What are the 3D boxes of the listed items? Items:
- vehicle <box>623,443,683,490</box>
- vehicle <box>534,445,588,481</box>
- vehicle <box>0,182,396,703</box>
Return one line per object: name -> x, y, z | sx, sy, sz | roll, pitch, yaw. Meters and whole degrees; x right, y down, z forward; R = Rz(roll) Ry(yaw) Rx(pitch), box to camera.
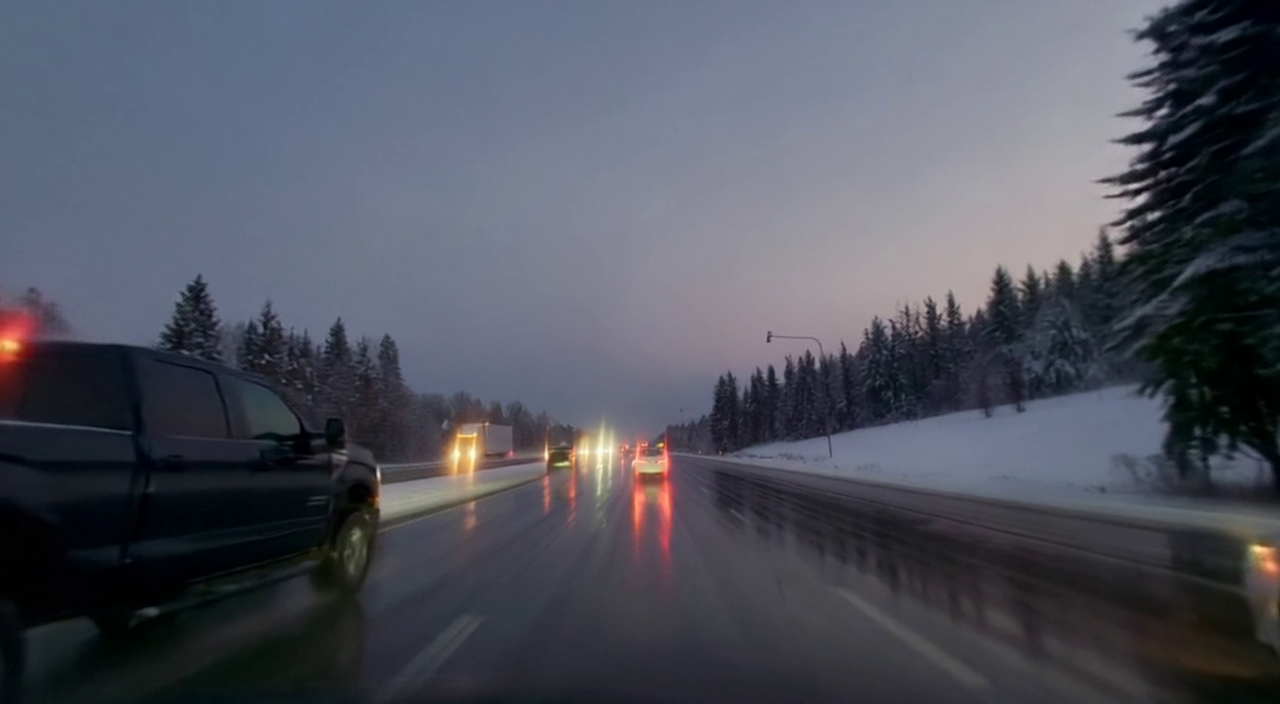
vehicle -> 0.424, 4.200, 23.290 | 2.015, 1.526, 4.286 | 0, -9, -1
vehicle -> -3.644, 5.184, 29.560 | 1.940, 1.502, 4.463 | 0, -9, 1
vehicle -> -4.031, 0.718, 4.011 | 2.523, 2.458, 6.022 | 0, -9, -1
